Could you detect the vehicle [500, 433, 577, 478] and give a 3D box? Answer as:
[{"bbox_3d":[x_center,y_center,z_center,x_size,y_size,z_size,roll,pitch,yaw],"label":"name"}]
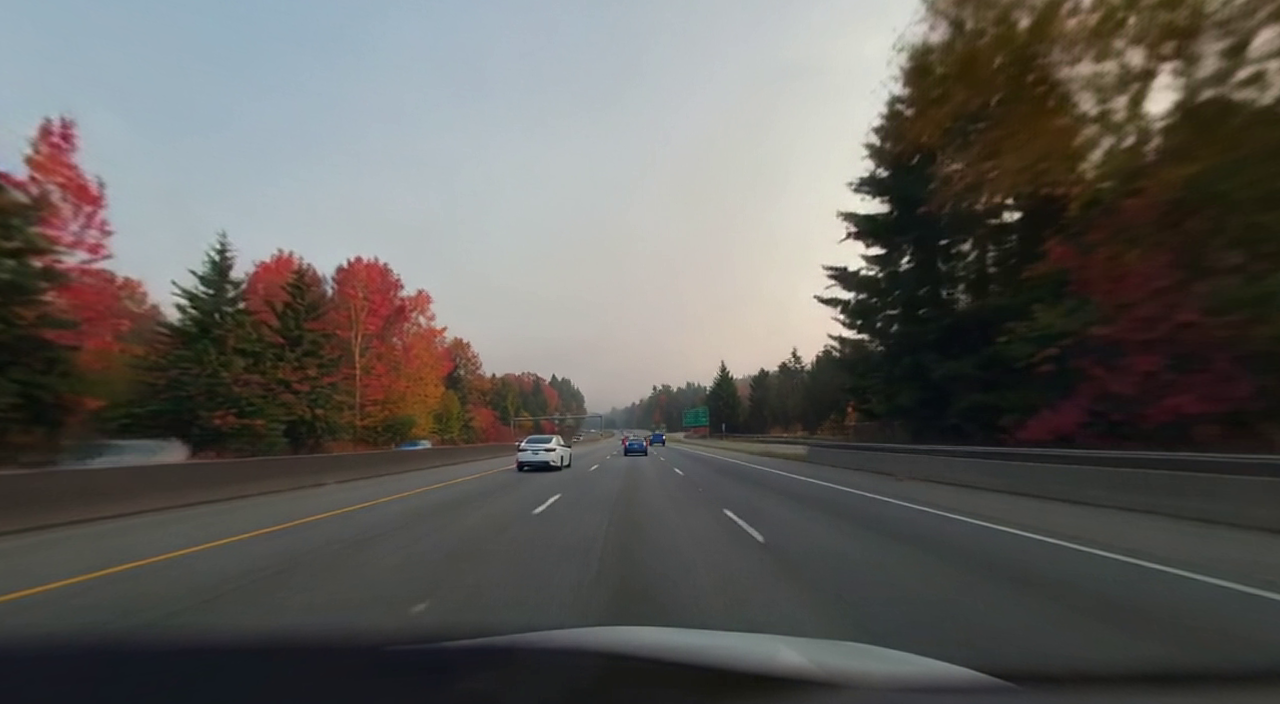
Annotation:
[{"bbox_3d":[-3.617,3.759,23.216,2.103,1.507,4.367,0,-8,0],"label":"vehicle"}]
